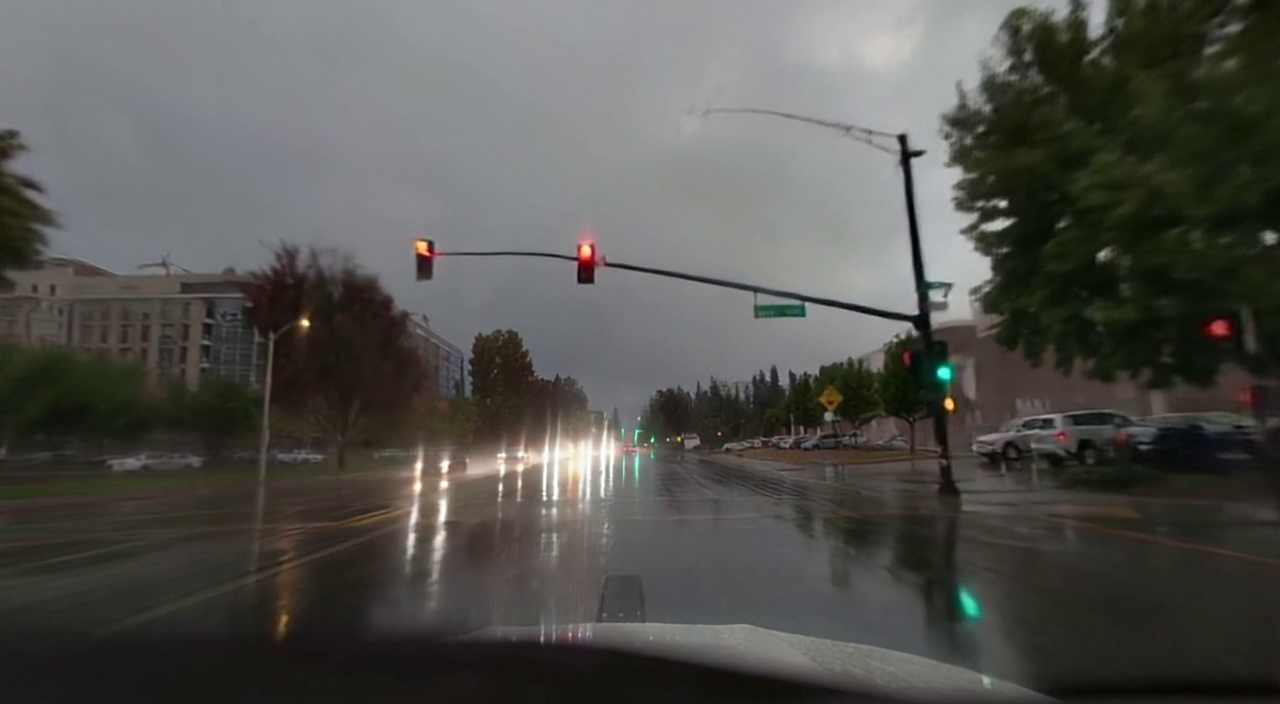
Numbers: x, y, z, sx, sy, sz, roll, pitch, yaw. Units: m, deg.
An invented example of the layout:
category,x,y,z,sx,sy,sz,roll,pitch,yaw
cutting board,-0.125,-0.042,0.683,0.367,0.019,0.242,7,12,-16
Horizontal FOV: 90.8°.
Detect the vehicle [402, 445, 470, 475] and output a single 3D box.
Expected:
category,x,y,z,sx,sy,sz,roll,pitch,yaw
vehicle,-10.854,5.766,34.013,1.914,1.499,4.785,0,-9,2
